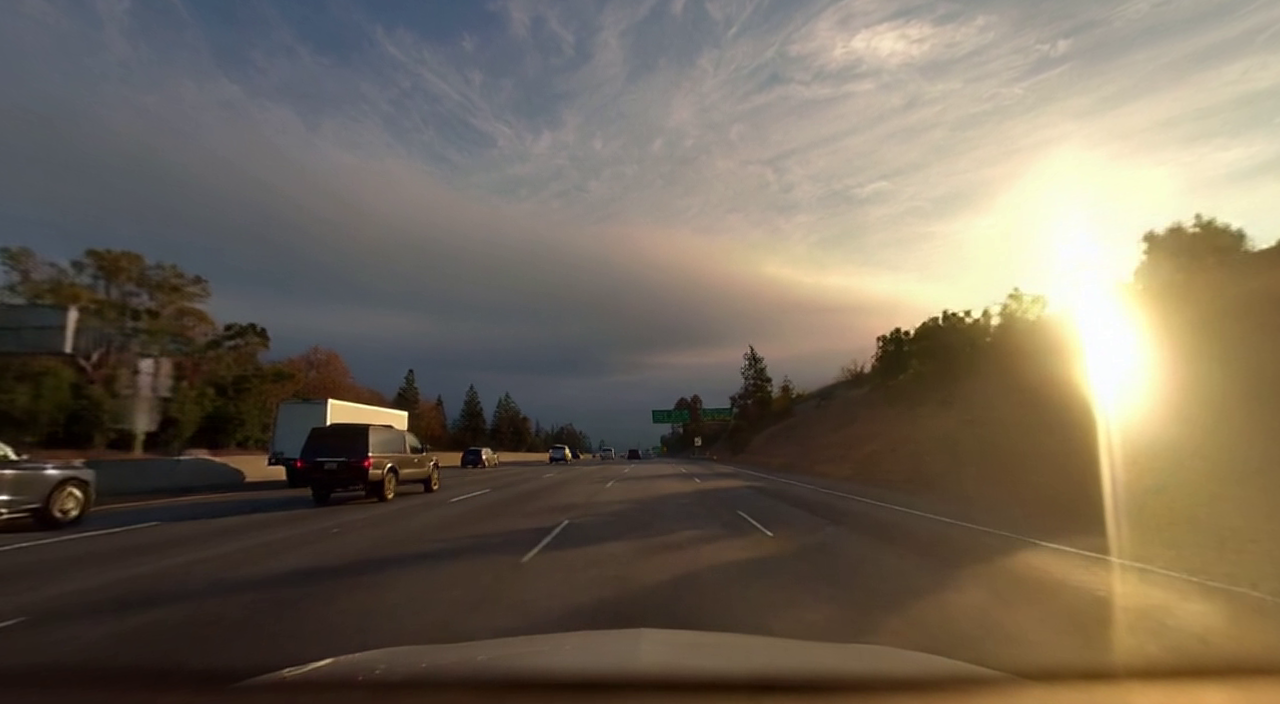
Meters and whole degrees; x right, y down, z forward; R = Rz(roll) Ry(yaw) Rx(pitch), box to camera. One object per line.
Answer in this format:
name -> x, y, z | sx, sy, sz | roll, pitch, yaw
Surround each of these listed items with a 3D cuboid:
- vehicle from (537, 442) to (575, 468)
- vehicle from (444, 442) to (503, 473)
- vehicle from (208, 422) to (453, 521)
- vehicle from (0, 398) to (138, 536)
vehicle -> -5.944, 7.328, 45.136 | 2.009, 1.735, 4.358 | 0, -8, 1
vehicle -> -9.540, 6.082, 36.570 | 2.060, 1.662, 4.469 | 0, -8, 2
vehicle -> -6.502, 2.608, 14.534 | 2.403, 1.773, 6.276 | 0, -8, 1
vehicle -> -10.293, 1.513, 8.136 | 2.576, 1.922, 6.067 | 0, -8, 1
